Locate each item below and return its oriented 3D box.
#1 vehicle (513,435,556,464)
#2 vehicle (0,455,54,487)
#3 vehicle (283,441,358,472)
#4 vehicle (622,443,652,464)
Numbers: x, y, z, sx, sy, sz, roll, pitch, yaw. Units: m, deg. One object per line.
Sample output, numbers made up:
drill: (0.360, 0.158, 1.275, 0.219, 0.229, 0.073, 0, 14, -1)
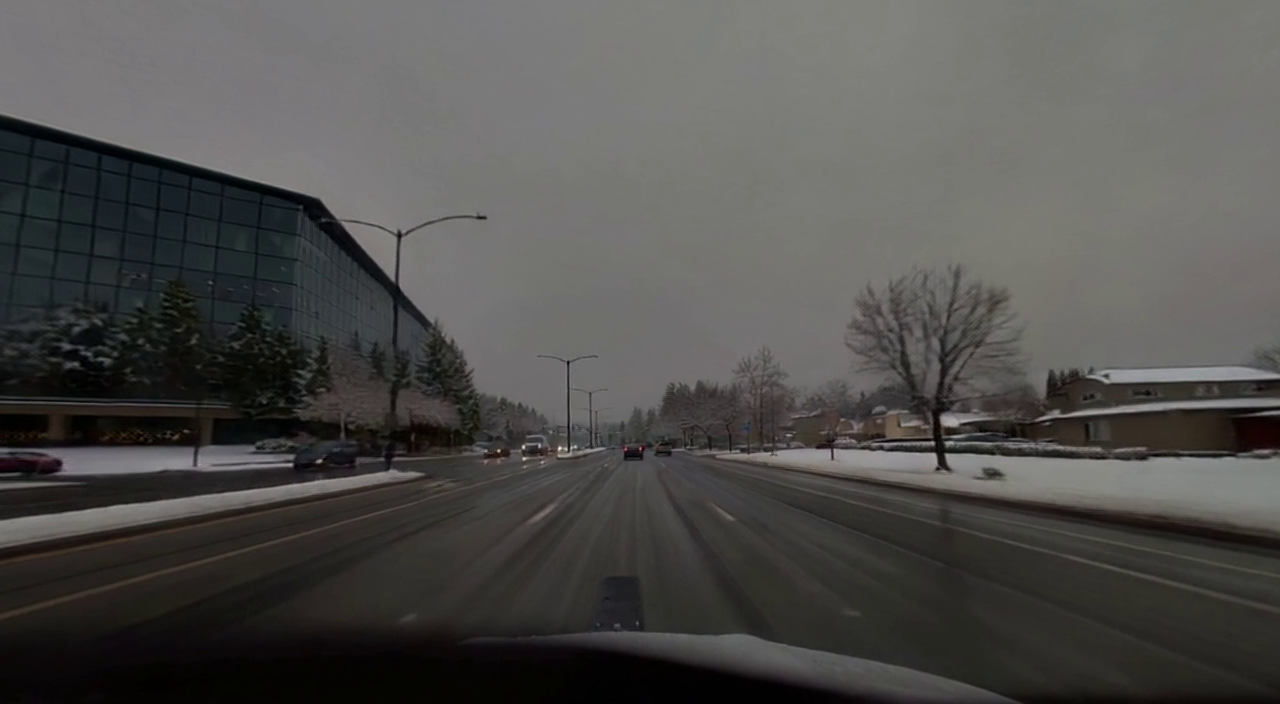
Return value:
vehicle: (-8.234, 7.650, 49.911, 2.631, 1.990, 5.787, -2, -7, -3)
vehicle: (-34.524, 6.436, 34.291, 4.090, 1.598, 1.906, -2, -9, 14)
vehicle: (-21.291, 6.937, 42.380, 2.180, 1.902, 5.475, 0, -8, 0)
vehicle: (-0.247, 7.197, 44.998, 2.080, 1.445, 4.096, 0, -8, -2)
